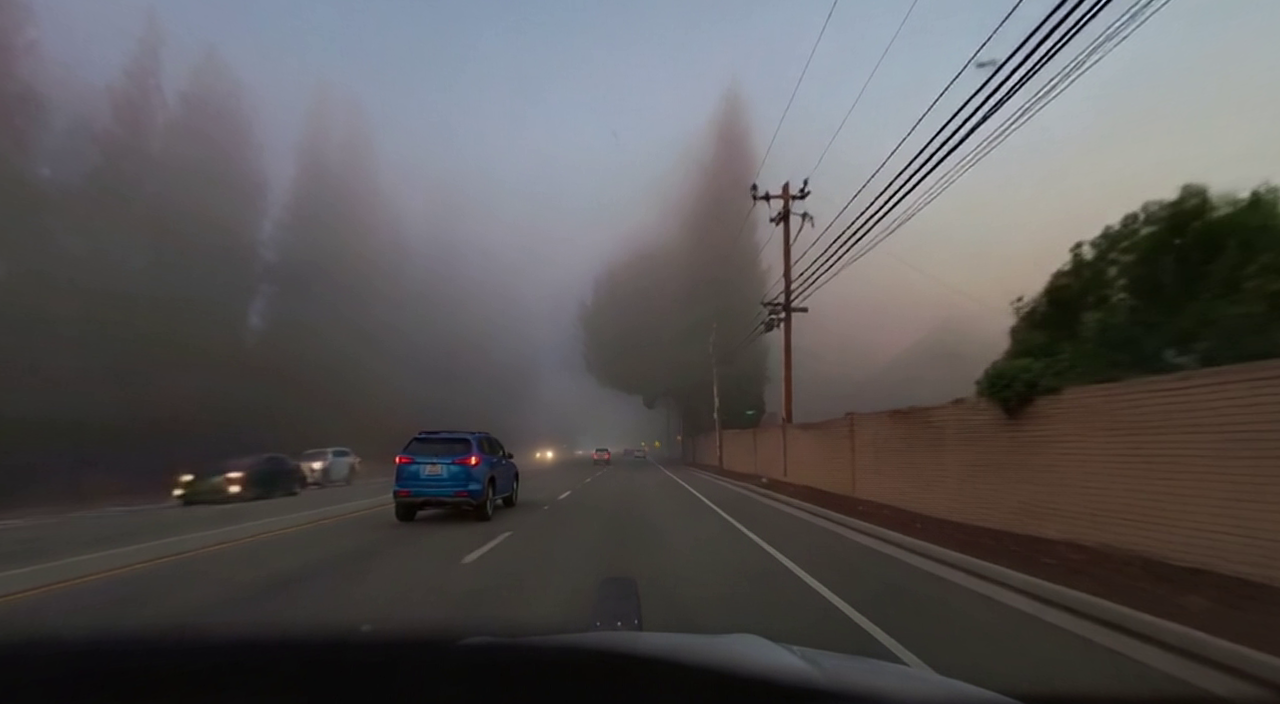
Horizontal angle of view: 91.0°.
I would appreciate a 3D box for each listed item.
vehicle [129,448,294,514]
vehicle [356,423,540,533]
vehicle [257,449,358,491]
[{"bbox_3d":[-11.955,3.585,17.967,1.855,1.619,4.040,0,-9,0],"label":"vehicle"},{"bbox_3d":[-3.432,2.355,12.388,2.147,1.730,4.555,0,-8,1],"label":"vehicle"},{"bbox_3d":[-15.725,5.560,30.144,2.096,1.799,4.990,-1,-8,0],"label":"vehicle"}]
